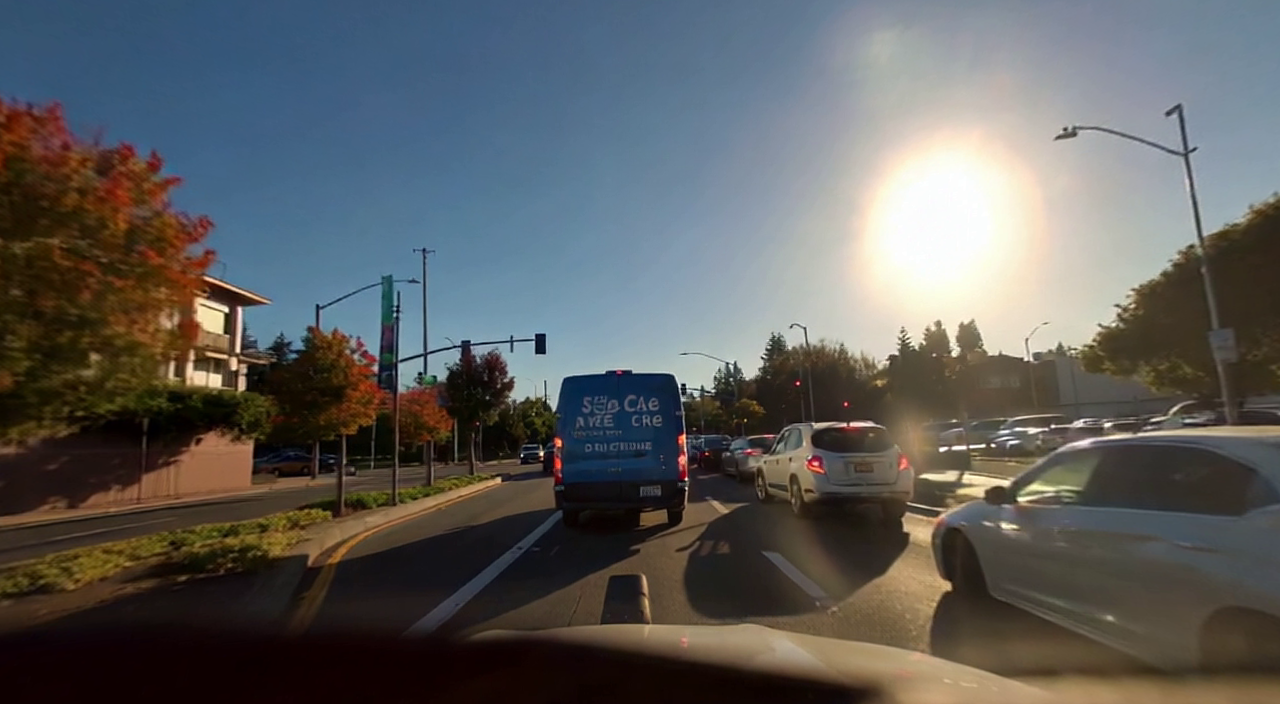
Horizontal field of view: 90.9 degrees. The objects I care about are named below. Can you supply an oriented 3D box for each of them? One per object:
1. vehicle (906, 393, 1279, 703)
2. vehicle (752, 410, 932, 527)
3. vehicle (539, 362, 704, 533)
[{"bbox_3d":[3.455,1.074,3.568,1.951,1.483,4.582,0,-8,1],"label":"vehicle"},{"bbox_3d":[3.468,2.091,11.831,1.965,1.771,4.295,0,-8,0],"label":"vehicle"},{"bbox_3d":[-0.178,1.757,11.833,2.422,2.488,4.992,0,-8,2],"label":"vehicle"}]
